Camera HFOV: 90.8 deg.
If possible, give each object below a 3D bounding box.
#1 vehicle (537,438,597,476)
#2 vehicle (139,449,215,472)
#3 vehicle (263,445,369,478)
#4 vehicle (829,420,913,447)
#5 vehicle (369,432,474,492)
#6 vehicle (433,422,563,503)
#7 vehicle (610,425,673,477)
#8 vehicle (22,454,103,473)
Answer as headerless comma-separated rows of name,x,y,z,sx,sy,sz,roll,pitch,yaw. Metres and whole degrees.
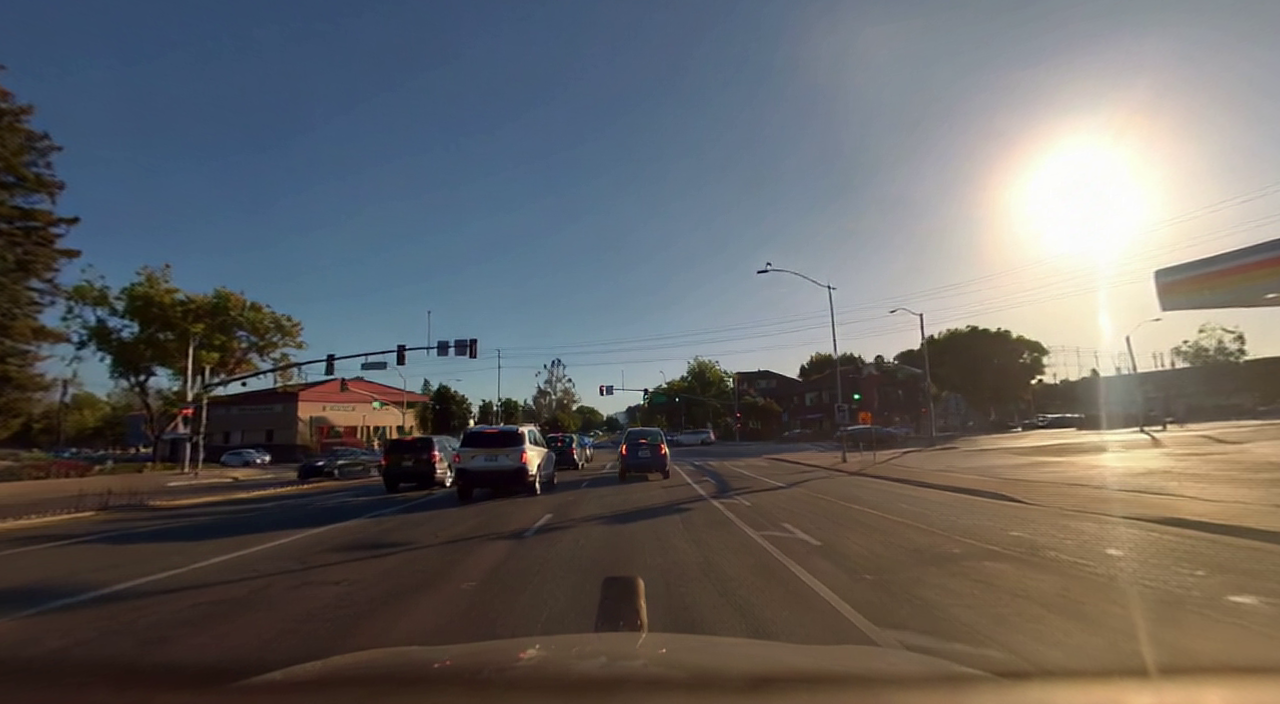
vehicle,-2.929,4.318,26.147,1.881,1.424,4.098,0,-9,2
vehicle,-36.296,8.517,49.612,4.661,1.456,1.817,-3,-7,2
vehicle,-17.176,5.818,33.966,2.299,1.616,5.765,-1,-9,5
vehicle,18.189,6.456,49.784,5.782,1.950,2.225,-5,-10,30
vehicle,-6.407,3.270,19.005,1.790,1.605,3.696,0,-9,0
vehicle,-3.310,2.692,15.685,2.096,1.718,4.266,0,-9,2
vehicle,0.089,3.872,24.877,2.224,1.819,5.005,0,-8,1
vehicle,-45.636,8.780,49.974,4.577,1.445,1.856,0,-8,2
